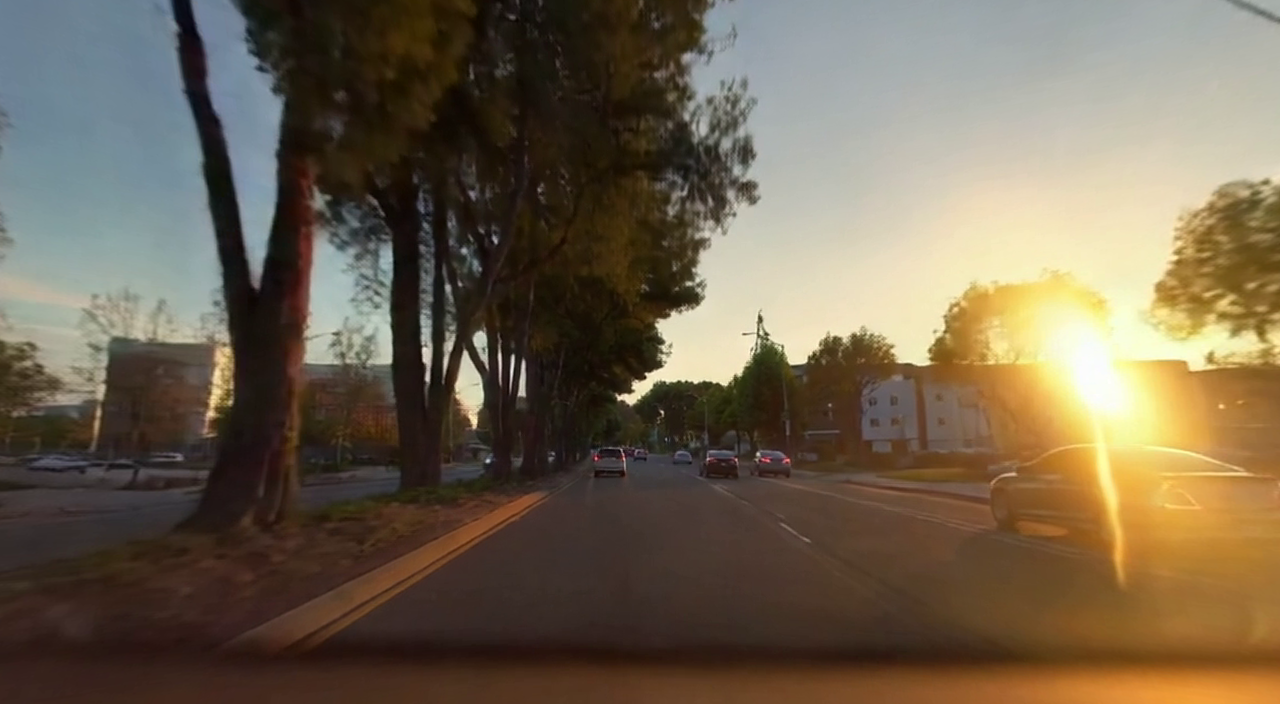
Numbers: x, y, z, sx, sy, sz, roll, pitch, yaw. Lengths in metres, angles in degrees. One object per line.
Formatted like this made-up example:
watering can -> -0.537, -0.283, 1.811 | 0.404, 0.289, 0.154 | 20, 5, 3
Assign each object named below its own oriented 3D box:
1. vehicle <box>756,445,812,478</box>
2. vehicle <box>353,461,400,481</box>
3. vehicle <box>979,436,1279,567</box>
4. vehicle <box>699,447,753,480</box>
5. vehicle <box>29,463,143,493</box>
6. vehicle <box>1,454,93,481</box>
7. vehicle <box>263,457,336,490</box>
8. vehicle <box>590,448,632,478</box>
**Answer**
vehicle -> 7.780, 5.946, 34.560 | 1.945, 1.687, 4.292 | 0, -9, -2
vehicle -> -20.294, 9.150, 48.802 | 1.769, 1.344, 3.947 | 0, -9, 2
vehicle -> 7.484, 2.102, 9.748 | 1.888, 1.508, 4.646 | 0, -9, 0
vehicle -> 4.097, 5.373, 30.691 | 2.020, 1.472, 3.958 | 0, -9, -1
vehicle -> -29.375, 6.690, 33.563 | 4.320, 1.459, 1.860 | 0, -9, 3
vehicle -> -41.104, 7.998, 43.848 | 4.361, 1.773, 2.028 | -1, -9, 4
vehicle -> -19.911, 7.106, 37.227 | 2.013, 1.655, 4.604 | -2, -8, -4
vehicle -> -1.529, 5.819, 33.395 | 2.077, 1.477, 3.897 | 0, -9, -3
